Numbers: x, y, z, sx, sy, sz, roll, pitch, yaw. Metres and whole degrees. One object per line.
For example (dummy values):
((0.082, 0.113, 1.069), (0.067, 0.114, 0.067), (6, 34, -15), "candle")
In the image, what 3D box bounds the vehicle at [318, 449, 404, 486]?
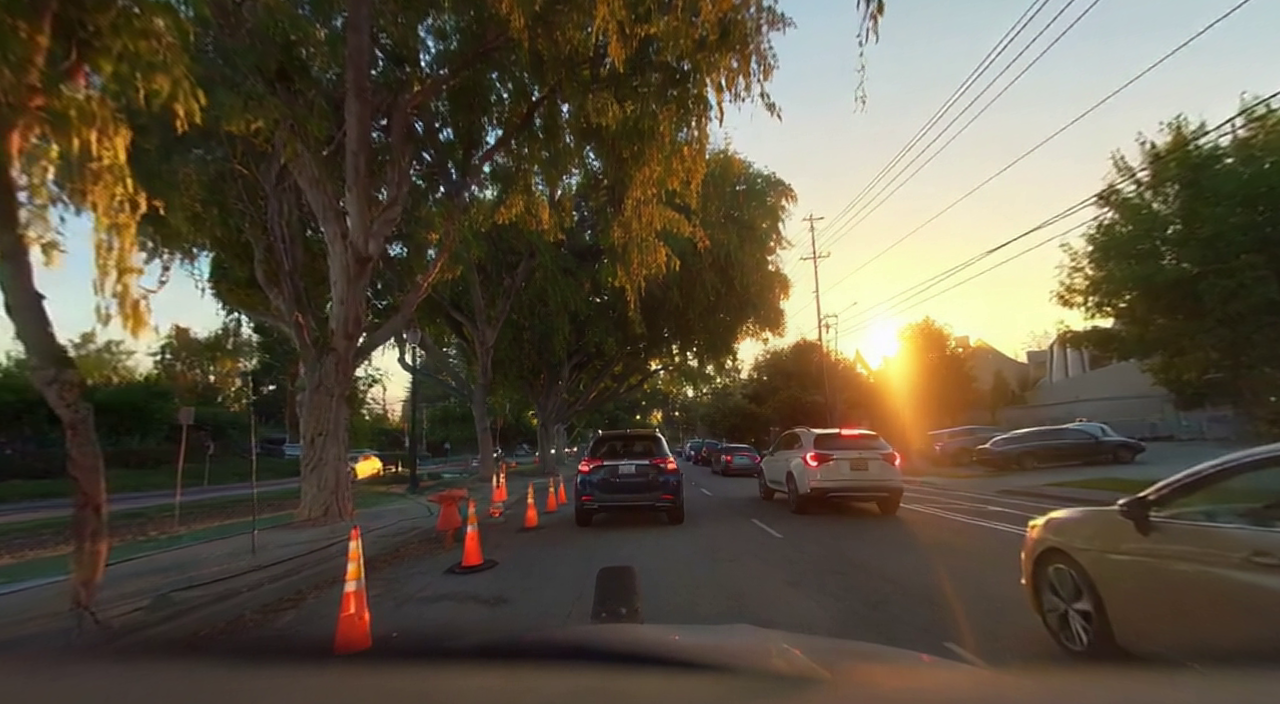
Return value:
((-12.345, 5.119, 28.282), (1.836, 1.451, 4.456), (0, -8, 0), "vehicle")

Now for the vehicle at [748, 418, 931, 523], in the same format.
((3.788, 2.341, 13.076), (2.116, 1.726, 4.672), (0, -8, -2), "vehicle")

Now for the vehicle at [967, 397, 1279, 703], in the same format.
((3.425, 0.891, 2.331), (1.977, 1.460, 4.565), (0, -8, 0), "vehicle")

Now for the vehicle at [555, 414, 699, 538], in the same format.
((-0.238, 2.062, 11.107), (2.050, 1.745, 3.915), (0, -8, -1), "vehicle")
